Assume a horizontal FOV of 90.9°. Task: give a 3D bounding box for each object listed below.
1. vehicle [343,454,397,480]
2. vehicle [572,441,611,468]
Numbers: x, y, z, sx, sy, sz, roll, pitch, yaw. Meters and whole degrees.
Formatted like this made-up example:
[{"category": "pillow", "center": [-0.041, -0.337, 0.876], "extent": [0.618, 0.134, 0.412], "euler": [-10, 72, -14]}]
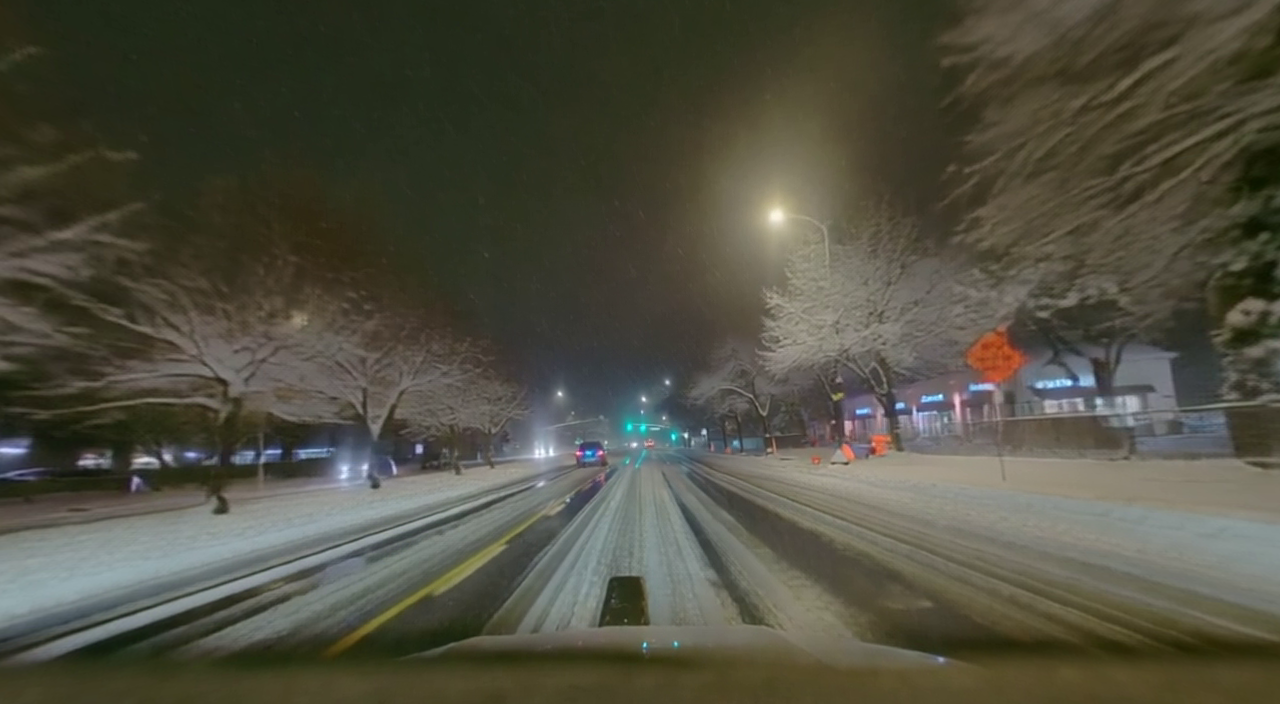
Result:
[{"category": "vehicle", "center": [-18.120, 7.704, 42.484], "extent": [1.948, 1.535, 4.600], "euler": [0, -8, -5]}, {"category": "vehicle", "center": [-2.763, 5.965, 36.799], "extent": [1.926, 1.442, 4.231], "euler": [0, -8, 1]}]
